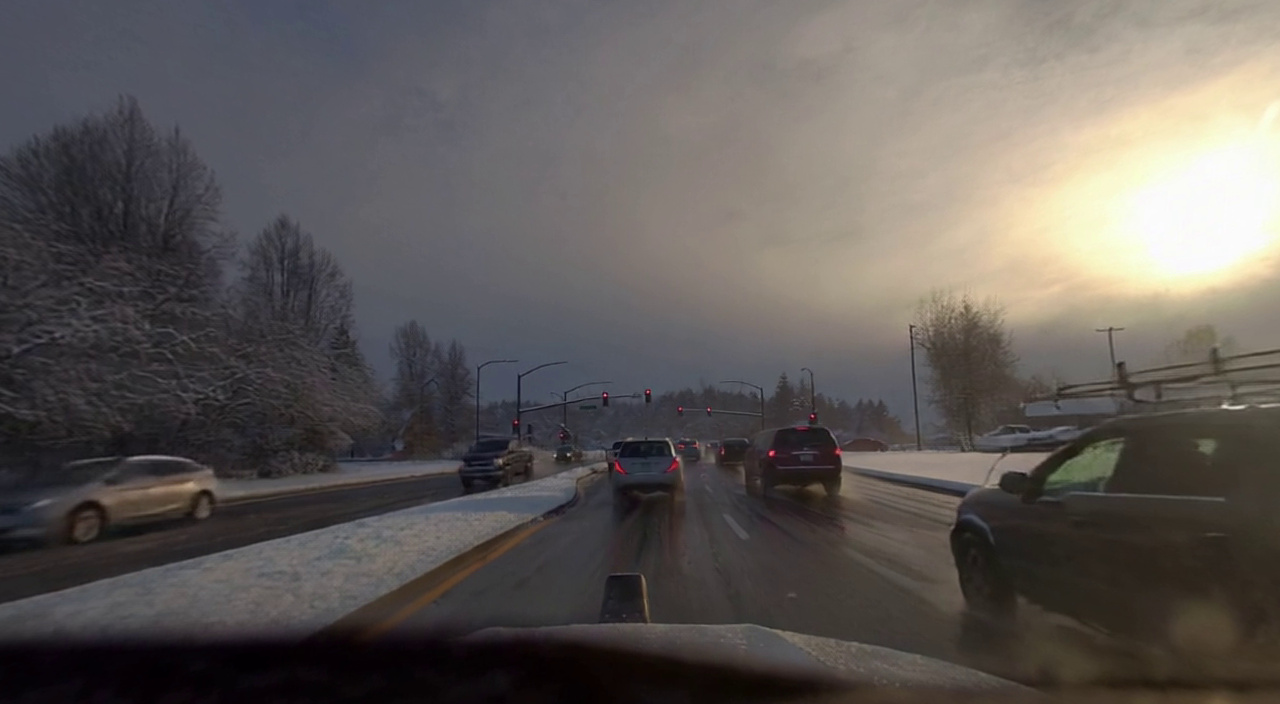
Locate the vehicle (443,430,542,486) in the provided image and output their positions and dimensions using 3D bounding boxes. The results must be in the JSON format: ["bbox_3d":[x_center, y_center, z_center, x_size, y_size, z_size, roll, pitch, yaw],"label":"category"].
[{"bbox_3d":[-5.900,4.351,26.145,2.355,2.005,5.673,-1,-9,4],"label":"vehicle"}]

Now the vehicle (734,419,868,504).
[{"bbox_3d":[4.013,2.892,17.024,2.317,1.857,5.940,0,-9,3],"label":"vehicle"}]

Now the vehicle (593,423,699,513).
[{"bbox_3d":[0.242,2.620,14.614,2.113,1.768,3.901,0,-9,4],"label":"vehicle"}]

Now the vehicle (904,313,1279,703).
[{"bbox_3d":[3.470,0.926,3.469,2.114,1.765,4.647,0,-9,2],"label":"vehicle"}]

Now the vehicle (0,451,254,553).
[{"bbox_3d":[-9.840,2.628,11.868,1.953,1.476,4.747,0,-9,3],"label":"vehicle"}]
